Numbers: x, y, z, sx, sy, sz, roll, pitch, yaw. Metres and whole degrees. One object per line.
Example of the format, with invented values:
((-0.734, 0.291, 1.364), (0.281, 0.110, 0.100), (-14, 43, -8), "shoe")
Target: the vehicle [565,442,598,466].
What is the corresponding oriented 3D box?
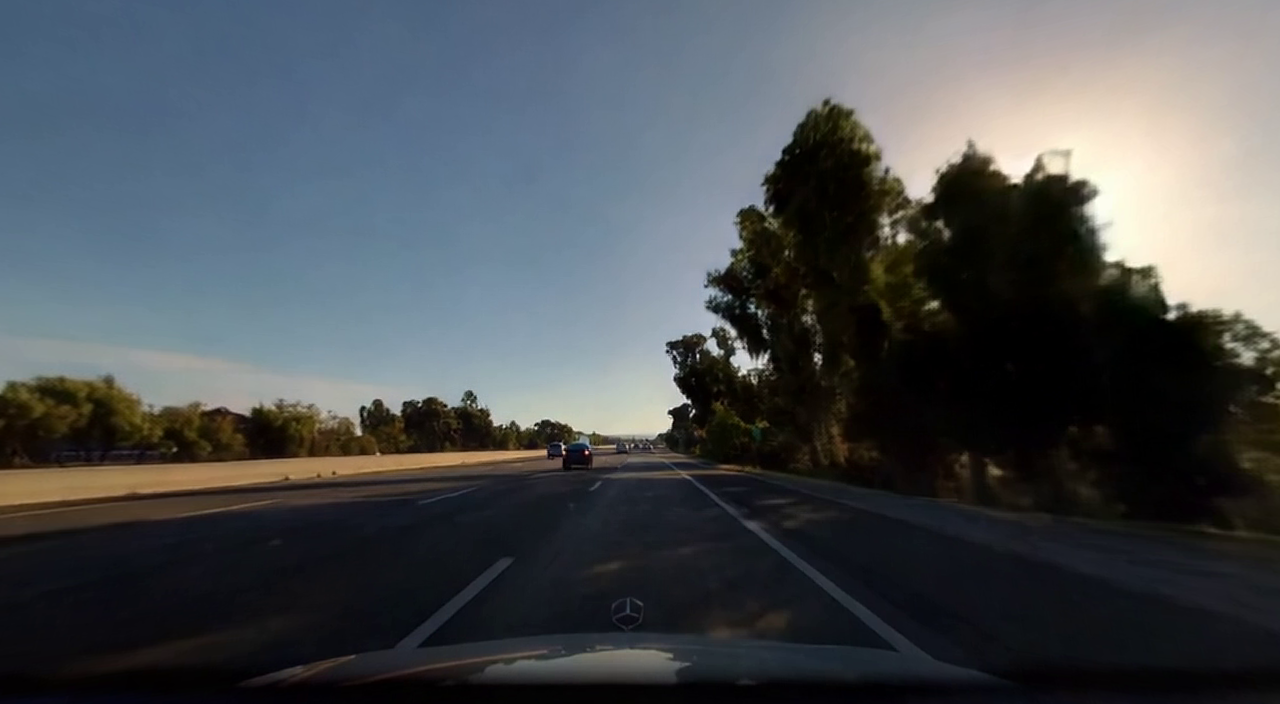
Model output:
((-3.827, 6.740, 41.782), (1.786, 1.488, 4.023), (0, -8, 0), "vehicle")
